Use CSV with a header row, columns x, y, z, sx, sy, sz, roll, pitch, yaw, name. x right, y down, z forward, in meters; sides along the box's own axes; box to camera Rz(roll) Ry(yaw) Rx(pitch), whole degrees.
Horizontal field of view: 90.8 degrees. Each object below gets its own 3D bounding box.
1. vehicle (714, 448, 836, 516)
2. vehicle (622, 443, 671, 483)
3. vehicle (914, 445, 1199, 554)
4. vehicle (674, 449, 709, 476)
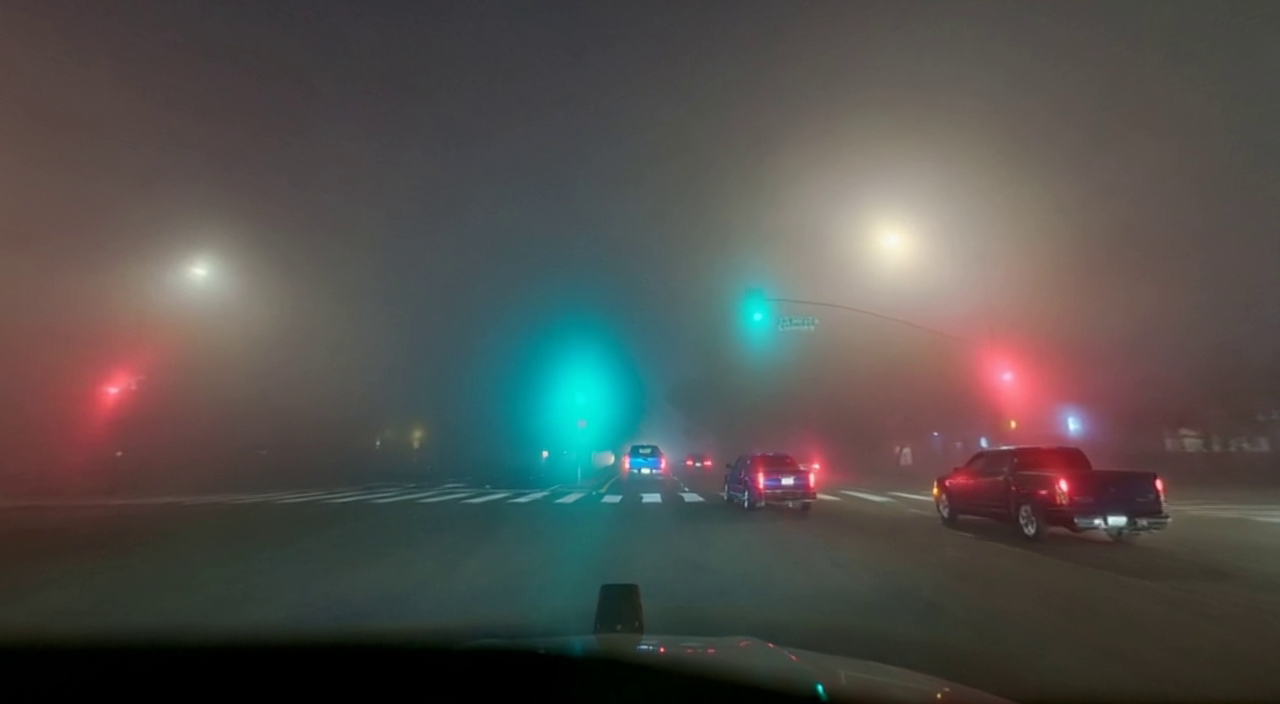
x,y,z,sx,sy,sz,roll,pitch,yaw,name
3.245,3.227,16.225,2.057,1.463,4.365,0,-9,-1,vehicle
0.349,5.659,32.588,2.344,1.883,4.572,0,-9,1,vehicle
6.717,2.369,11.010,1.855,1.469,4.598,0,-9,0,vehicle
3.554,7.718,44.464,2.013,1.742,4.424,0,-9,0,vehicle
